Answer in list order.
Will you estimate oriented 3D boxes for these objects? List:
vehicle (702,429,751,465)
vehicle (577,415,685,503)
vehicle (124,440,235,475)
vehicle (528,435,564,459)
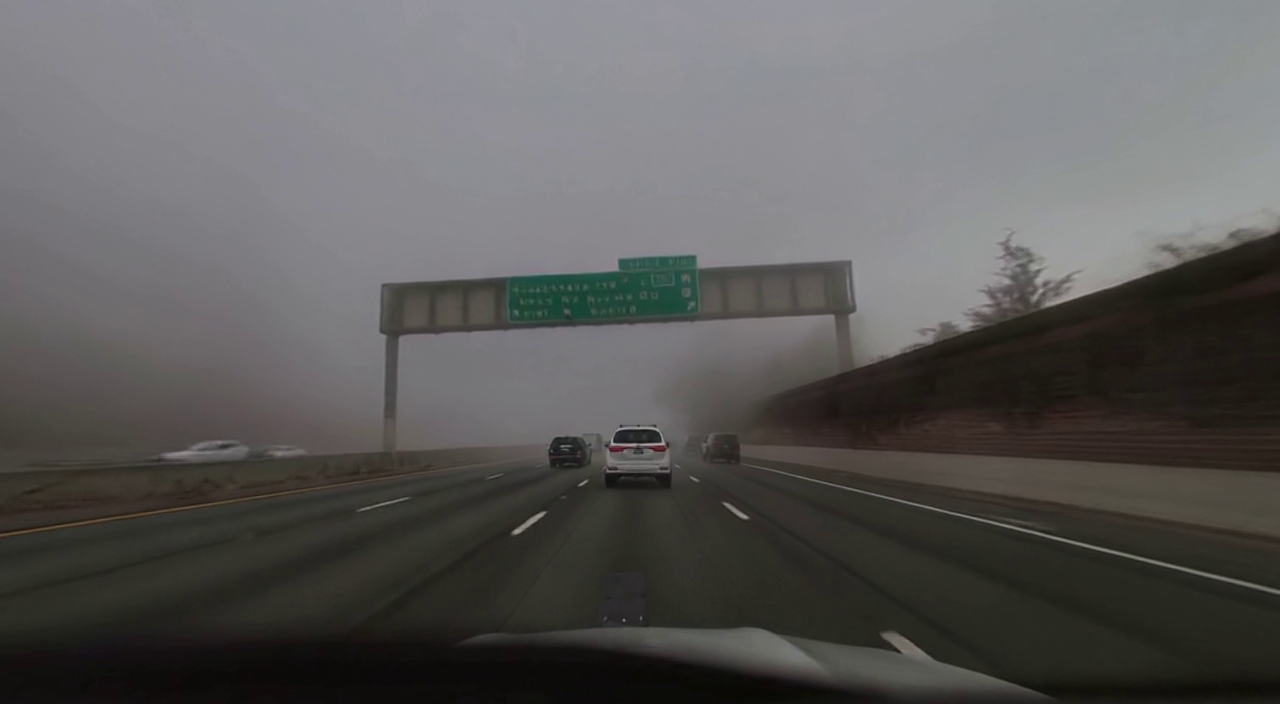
[{"bbox_3d":[4.692,5.234,34.846,2.017,1.847,4.299,0,-8,-1],"label":"vehicle"},{"bbox_3d":[-0.177,2.539,15.237,2.233,1.804,4.273,0,-8,0],"label":"vehicle"},{"bbox_3d":[-21.385,4.902,29.561,1.870,1.500,4.364,0,-8,1],"label":"vehicle"},{"bbox_3d":[-7.013,7.166,47.559,2.024,1.706,4.249,0,-8,1],"label":"vehicle"}]
